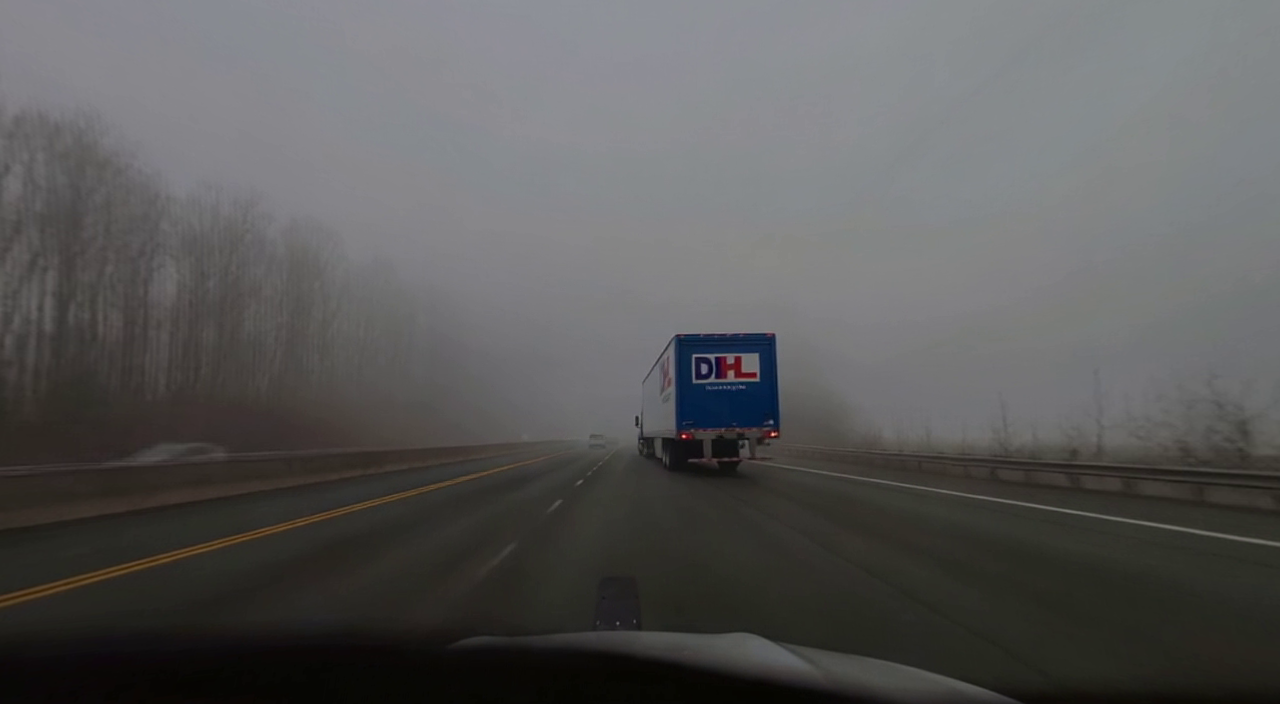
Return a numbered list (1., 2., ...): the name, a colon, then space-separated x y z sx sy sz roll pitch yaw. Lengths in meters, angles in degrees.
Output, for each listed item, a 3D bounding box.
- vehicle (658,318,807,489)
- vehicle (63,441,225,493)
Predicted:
1. vehicle: 2.395 1.825 20.001 3.011 4.211 8.926 0 -8 -2
2. vehicle: -16.401 3.775 21.162 1.829 1.490 4.552 0 -8 -1
